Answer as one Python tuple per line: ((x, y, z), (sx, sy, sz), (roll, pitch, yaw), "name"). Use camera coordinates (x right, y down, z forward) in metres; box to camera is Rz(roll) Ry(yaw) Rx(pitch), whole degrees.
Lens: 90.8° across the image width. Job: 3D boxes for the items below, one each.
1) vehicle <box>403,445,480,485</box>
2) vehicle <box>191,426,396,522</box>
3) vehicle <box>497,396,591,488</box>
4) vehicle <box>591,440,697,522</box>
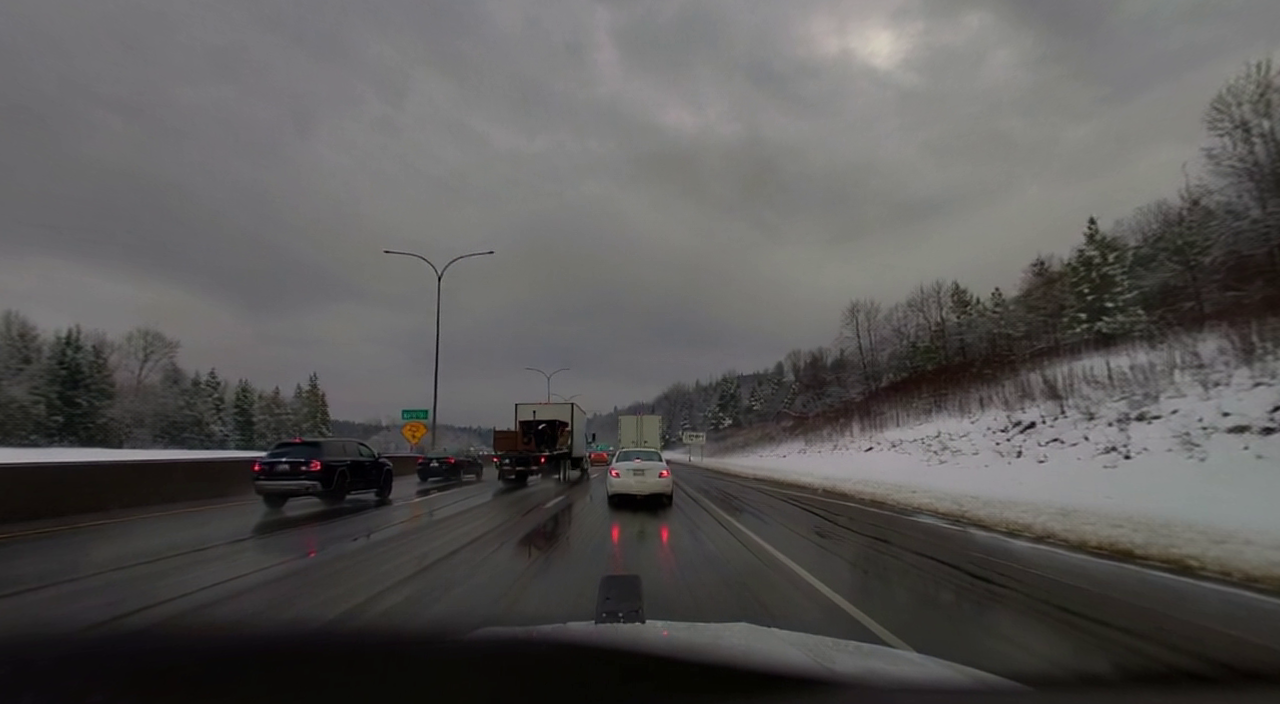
((-8.039, 4.603, 25.919), (1.880, 1.512, 3.758), (-1, -9, 1), "vehicle")
((-7.237, 2.587, 13.828), (1.952, 1.746, 4.332), (-1, -9, 1), "vehicle")
((-3.789, 3.847, 26.811), (2.812, 3.342, 7.248), (-1, -9, 0), "vehicle")
((0.047, 2.689, 13.570), (1.995, 1.495, 3.380), (0, -9, -1), "vehicle")
